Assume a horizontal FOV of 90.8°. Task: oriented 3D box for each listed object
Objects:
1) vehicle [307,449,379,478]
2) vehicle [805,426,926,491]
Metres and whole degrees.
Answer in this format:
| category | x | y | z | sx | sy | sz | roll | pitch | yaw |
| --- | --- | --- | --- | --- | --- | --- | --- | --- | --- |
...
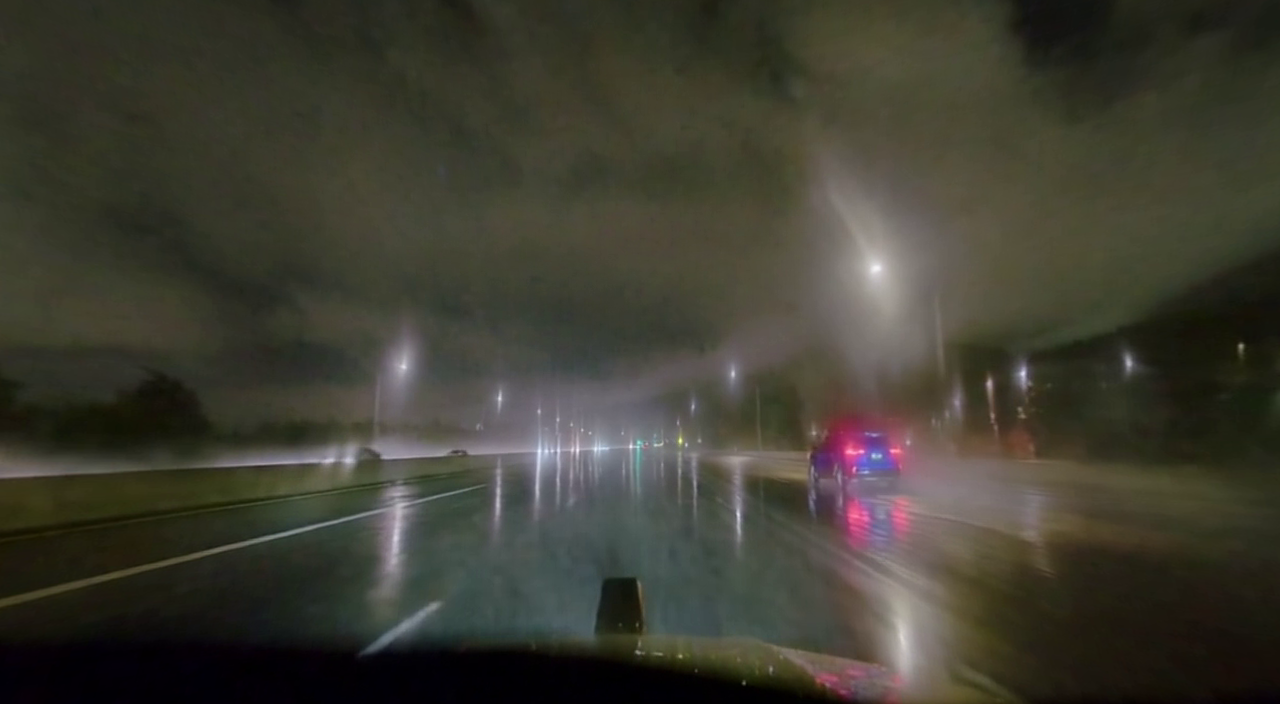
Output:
| category | x | y | z | sx | sy | sz | roll | pitch | yaw |
| --- | --- | --- | --- | --- | --- | --- | --- | --- | --- |
| vehicle | -17.638 | 6.614 | 37.754 | 1.976 | 1.606 | 4.626 | 0 | -9 | 0 |
| vehicle | 7.294 | 3.511 | 21.079 | 2.222 | 1.899 | 4.595 | 0 | -9 | -1 |
